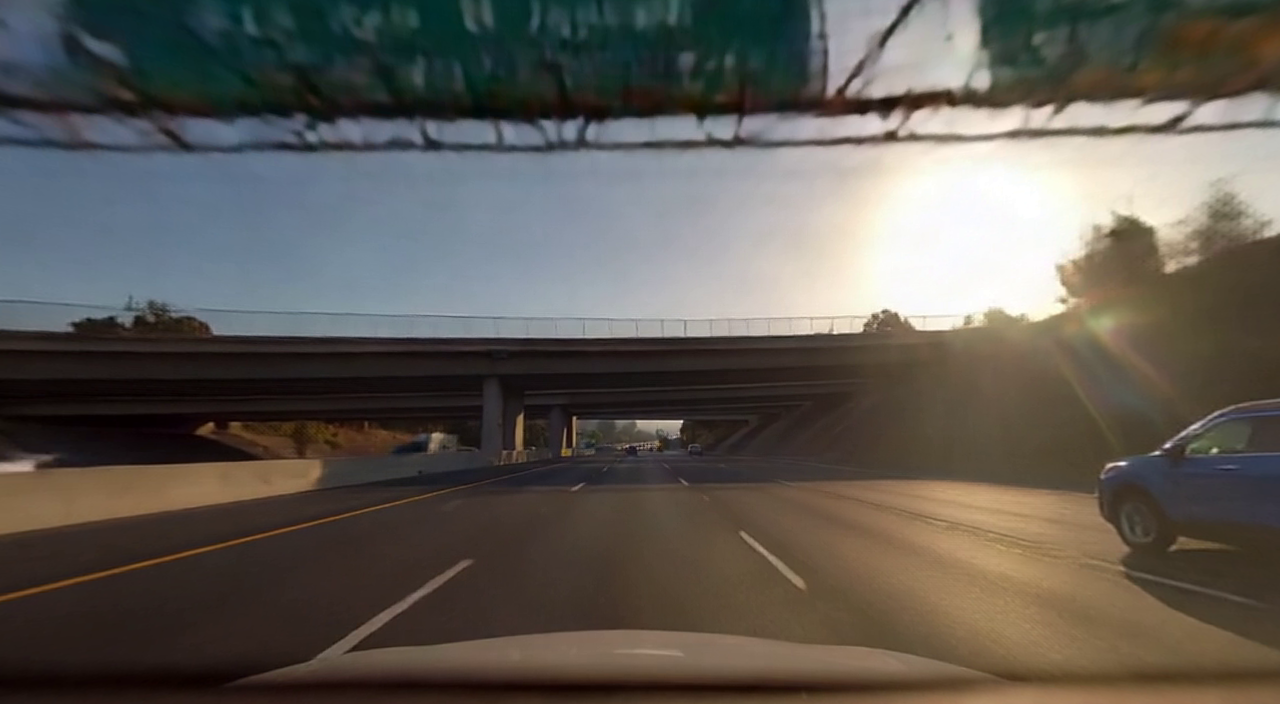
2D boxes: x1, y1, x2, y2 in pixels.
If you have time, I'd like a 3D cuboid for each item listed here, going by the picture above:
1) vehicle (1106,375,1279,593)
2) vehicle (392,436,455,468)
[{"bbox_3d":[6.750,1.111,5.222,2.222,1.899,4.595,0,-9,0],"label":"vehicle"},{"bbox_3d":[-14.515,6.728,42.620,2.327,1.992,5.241,0,-9,1],"label":"vehicle"}]
